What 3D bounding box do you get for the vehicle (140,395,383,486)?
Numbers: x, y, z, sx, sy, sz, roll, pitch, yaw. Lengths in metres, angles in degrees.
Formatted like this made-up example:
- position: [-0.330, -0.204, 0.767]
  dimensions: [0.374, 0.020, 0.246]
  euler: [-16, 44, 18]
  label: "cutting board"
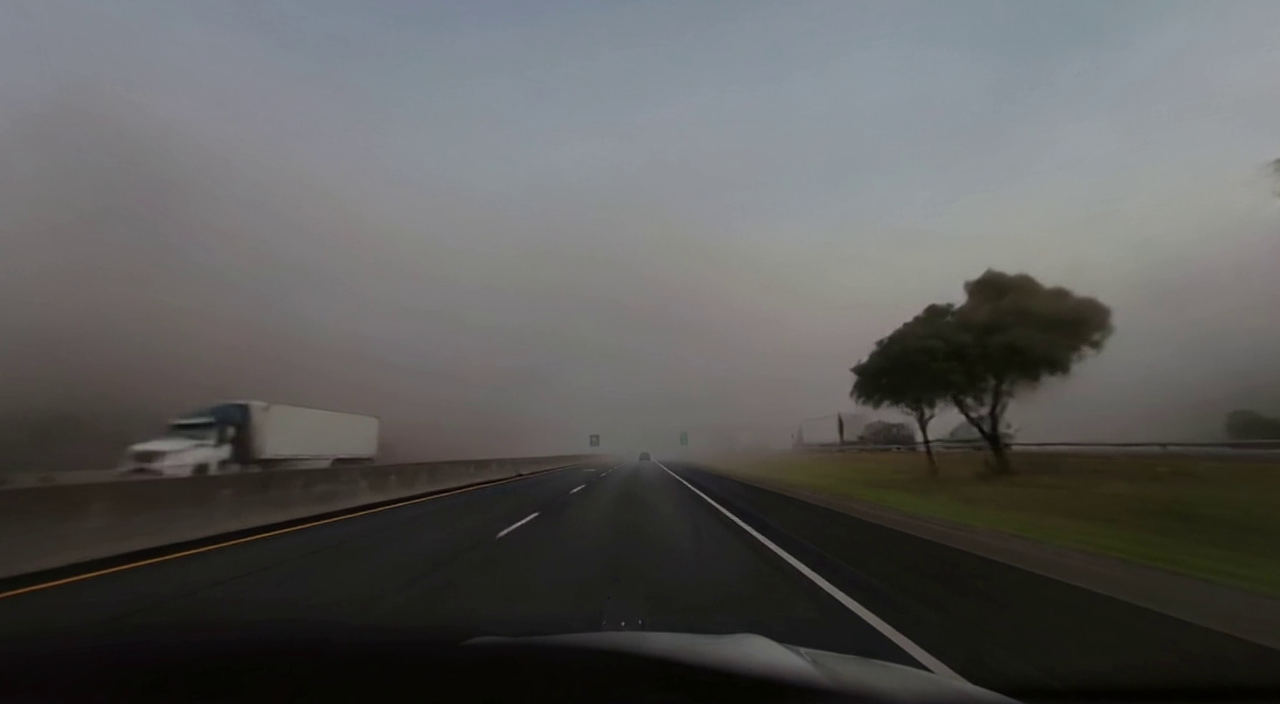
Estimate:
- position: [-18.063, 4.697, 32.692]
  dimensions: [2.928, 3.532, 15.828]
  euler: [0, -9, 0]
  label: "vehicle"
